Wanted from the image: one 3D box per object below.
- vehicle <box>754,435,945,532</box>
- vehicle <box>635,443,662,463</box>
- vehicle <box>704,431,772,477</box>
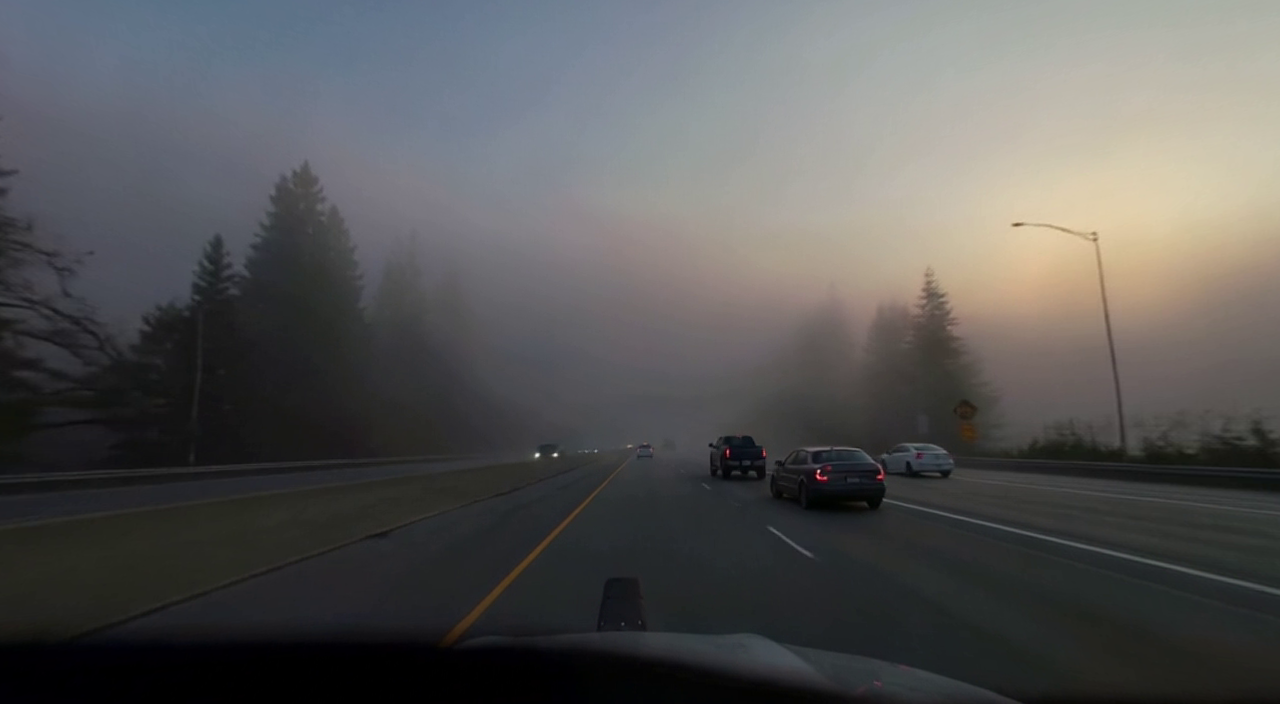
[{"bbox_3d":[3.648,2.363,12.044,1.904,1.453,4.789,0,-8,-2],"label":"vehicle"},{"bbox_3d":[0.654,7.974,49.746,2.052,1.472,4.295,0,-8,0],"label":"vehicle"},{"bbox_3d":[4.398,4.651,29.040,2.206,1.902,5.460,0,-8,-1],"label":"vehicle"}]
